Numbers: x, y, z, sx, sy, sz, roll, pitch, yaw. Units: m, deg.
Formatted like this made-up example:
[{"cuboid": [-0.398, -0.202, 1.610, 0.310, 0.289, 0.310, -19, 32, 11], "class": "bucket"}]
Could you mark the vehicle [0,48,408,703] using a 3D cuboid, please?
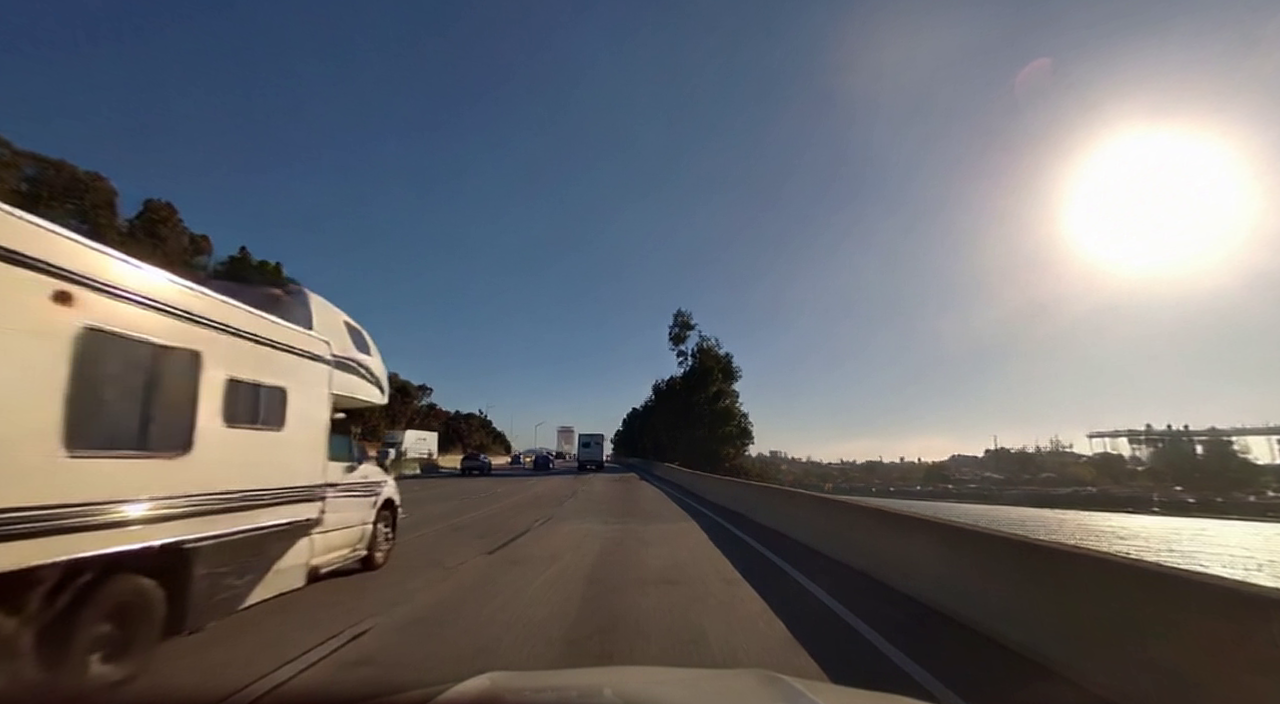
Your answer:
[{"cuboid": [-4.169, 0.304, 3.849, 2.542, 2.965, 7.637, 0, -10, 0], "class": "vehicle"}]

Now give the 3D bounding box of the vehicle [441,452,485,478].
[{"cuboid": [-12.780, 8.195, 45.847, 2.005, 1.774, 4.610, 0, -9, -2], "class": "vehicle"}]
